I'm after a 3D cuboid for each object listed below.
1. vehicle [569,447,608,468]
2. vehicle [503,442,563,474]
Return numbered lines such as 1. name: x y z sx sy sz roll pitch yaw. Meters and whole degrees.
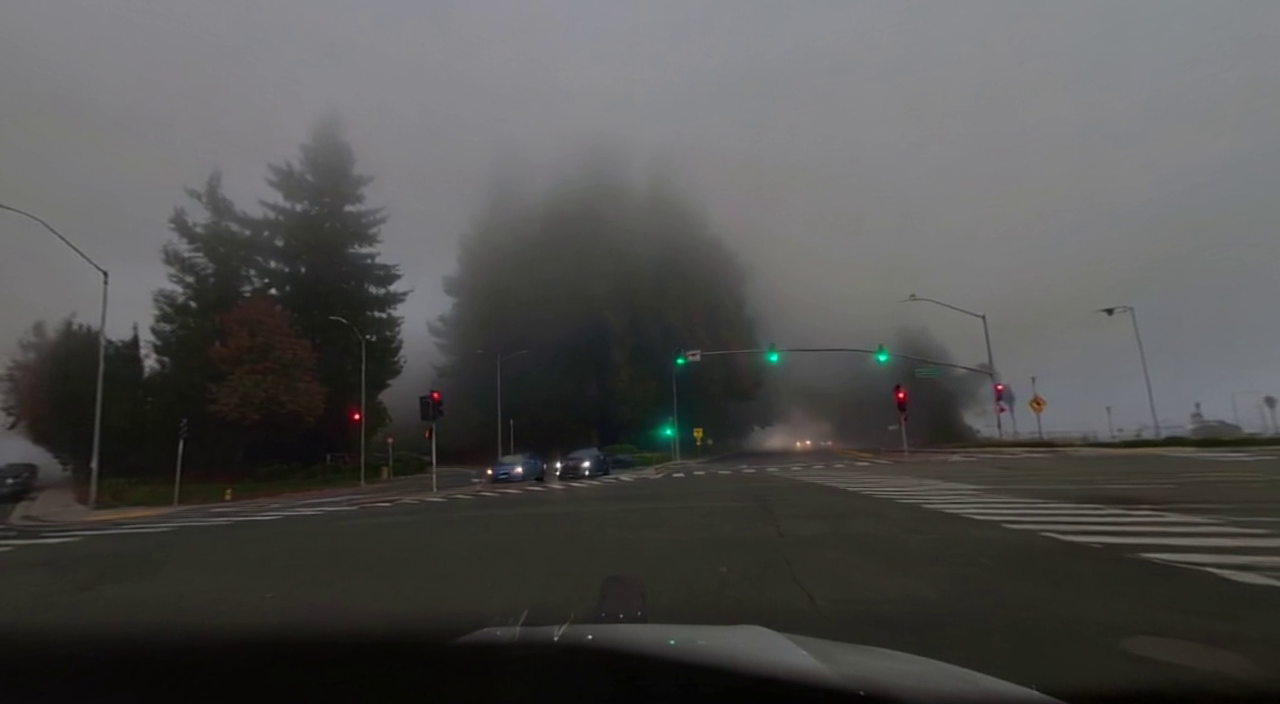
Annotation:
1. vehicle: -3.608 7.500 45.018 2.049 1.439 4.103 -1 -9 5
2. vehicle: -7.332 7.352 44.161 2.557 2.015 5.959 -1 -9 7
